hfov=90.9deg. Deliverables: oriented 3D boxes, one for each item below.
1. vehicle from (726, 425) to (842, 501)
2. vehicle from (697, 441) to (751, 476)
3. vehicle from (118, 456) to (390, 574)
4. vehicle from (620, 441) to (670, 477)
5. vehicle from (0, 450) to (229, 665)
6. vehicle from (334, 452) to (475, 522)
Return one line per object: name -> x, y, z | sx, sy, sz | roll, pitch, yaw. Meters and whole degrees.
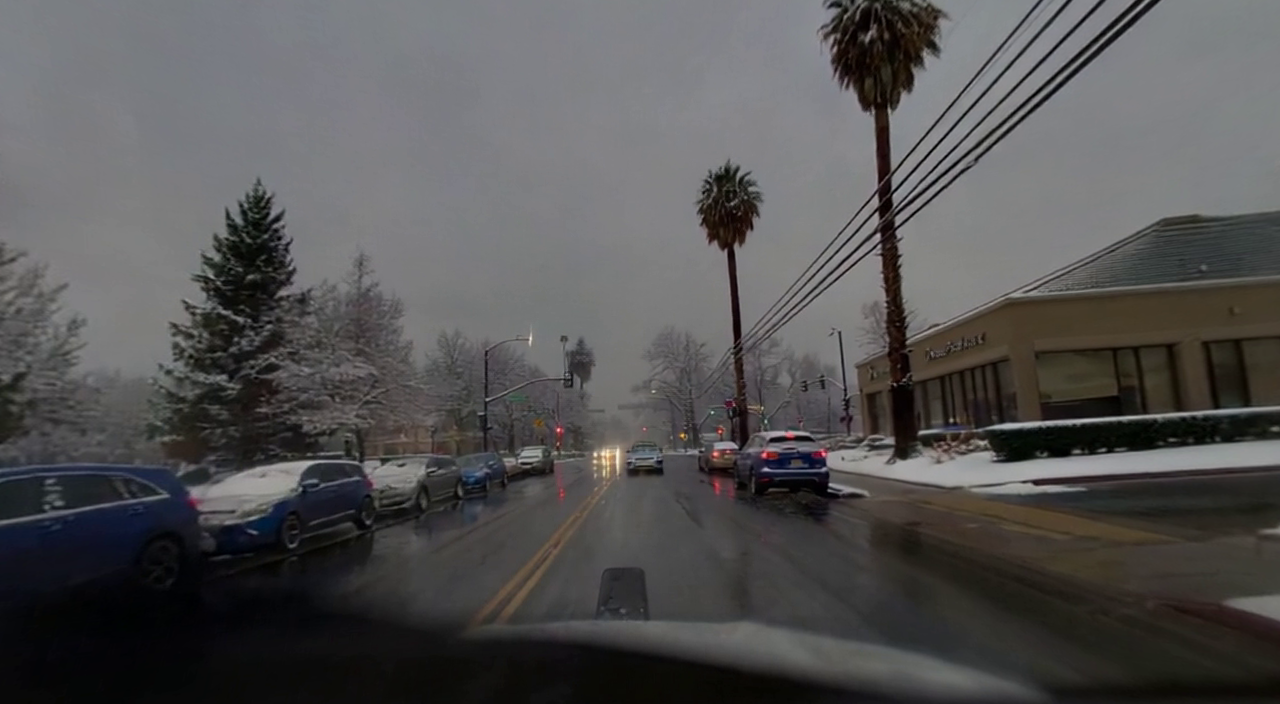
vehicle -> 3.804, 3.026, 17.746 | 2.099, 1.786, 5.198 | 0, -8, 1
vehicle -> 3.751, 4.799, 28.771 | 1.821, 1.417, 4.454 | 0, -8, 0
vehicle -> -6.170, 2.597, 10.858 | 1.810, 1.489, 4.336 | -1, -8, 2
vehicle -> 0.194, 4.666, 27.763 | 2.060, 1.452, 4.078 | 0, -8, 0
vehicle -> -6.148, 1.879, 5.388 | 2.186, 1.621, 4.795 | -10, -8, -4
vehicle -> -6.006, 3.467, 16.795 | 1.874, 1.472, 4.668 | -1, -8, 1
